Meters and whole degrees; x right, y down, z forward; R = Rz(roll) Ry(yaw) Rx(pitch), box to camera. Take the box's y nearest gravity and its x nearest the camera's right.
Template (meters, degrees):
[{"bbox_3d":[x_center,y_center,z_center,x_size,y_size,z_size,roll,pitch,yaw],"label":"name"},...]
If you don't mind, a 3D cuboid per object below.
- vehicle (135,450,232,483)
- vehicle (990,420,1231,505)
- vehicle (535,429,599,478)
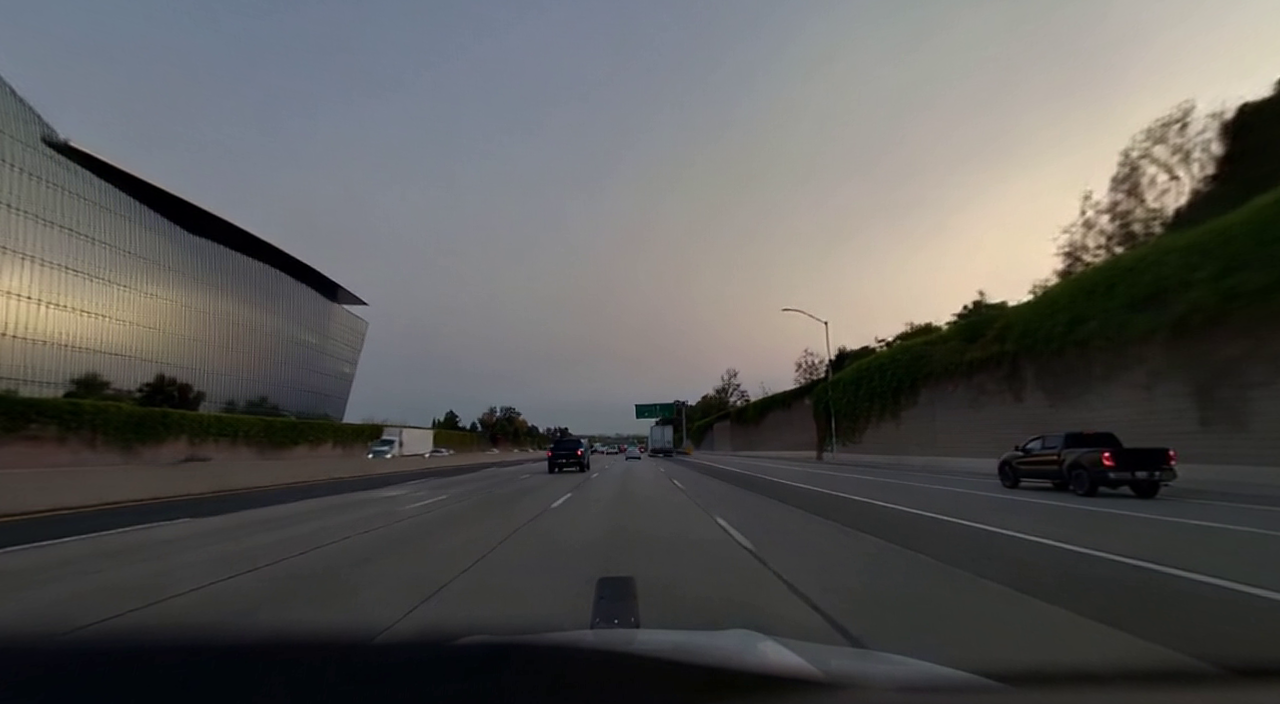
[{"bbox_3d":[-20.266,5.062,28.214,1.645,1.381,3.550,0,-9,0],"label":"vehicle"},{"bbox_3d":[11.439,2.741,16.023,2.089,1.787,5.080,0,-9,-1],"label":"vehicle"},{"bbox_3d":[-3.220,4.665,29.242,2.284,2.022,5.752,0,-9,0],"label":"vehicle"}]
